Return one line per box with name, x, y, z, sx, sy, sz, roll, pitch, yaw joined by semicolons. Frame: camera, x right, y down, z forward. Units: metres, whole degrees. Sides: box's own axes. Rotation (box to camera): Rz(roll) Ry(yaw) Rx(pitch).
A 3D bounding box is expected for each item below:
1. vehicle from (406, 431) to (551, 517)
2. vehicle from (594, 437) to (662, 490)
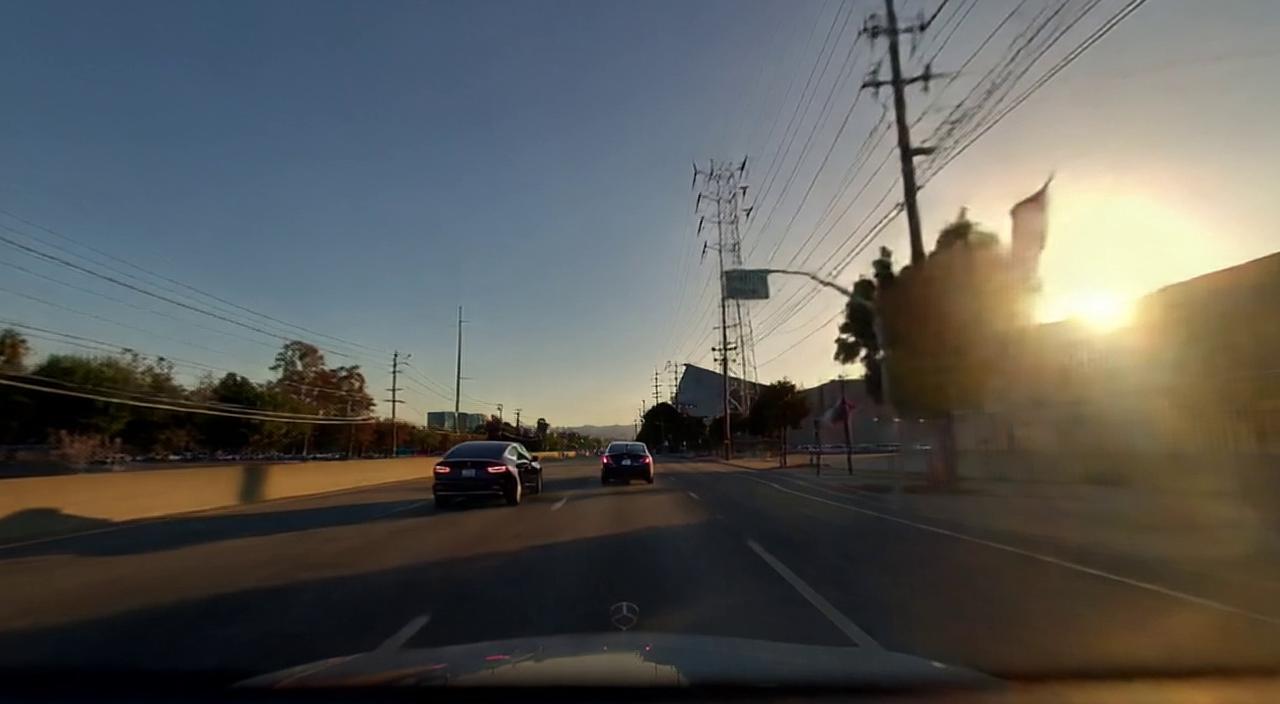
vehicle;-3.405;2.681;14.470;1.985;1.607;4.892;0;-8;1
vehicle;-0.370;3.885;22.373;2.189;1.652;4.135;0;-8;0
